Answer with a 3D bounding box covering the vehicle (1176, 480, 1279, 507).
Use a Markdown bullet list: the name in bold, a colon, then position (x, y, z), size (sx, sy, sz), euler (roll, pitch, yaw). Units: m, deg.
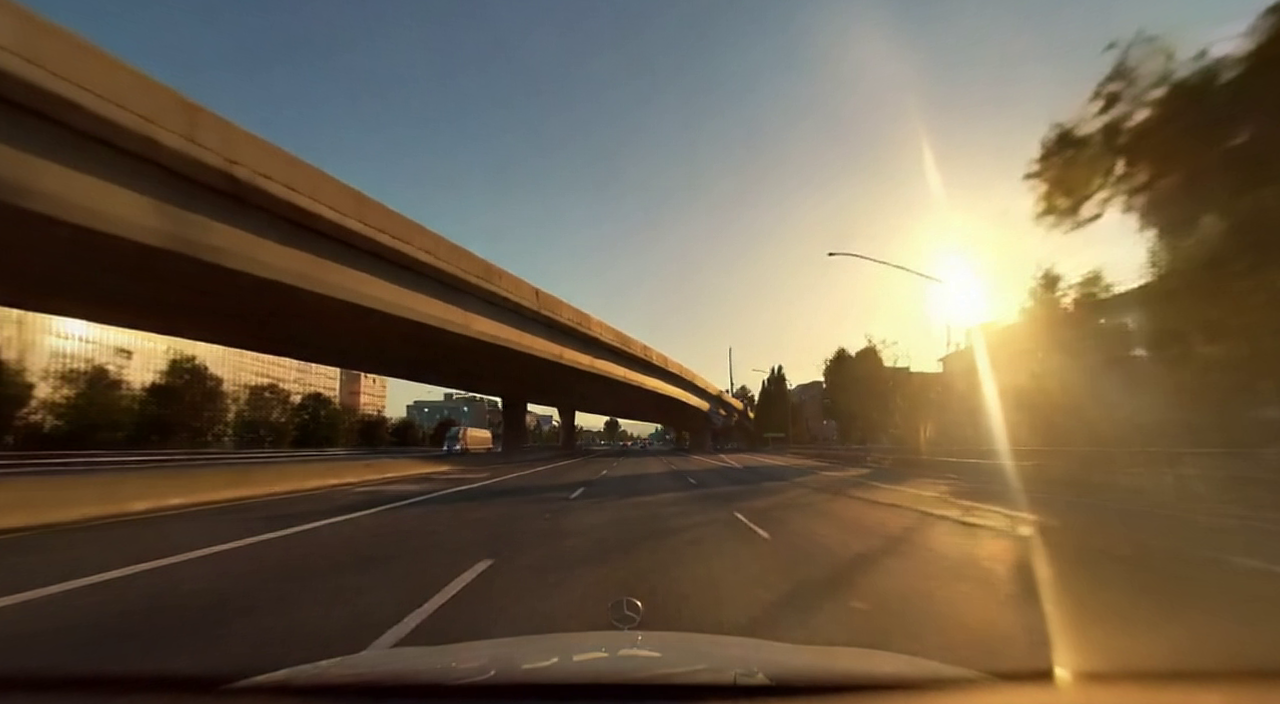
- **vehicle**: position (38.647, 9.309, 41.465), size (4.606, 1.507, 1.906), euler (-1, -9, 11)
